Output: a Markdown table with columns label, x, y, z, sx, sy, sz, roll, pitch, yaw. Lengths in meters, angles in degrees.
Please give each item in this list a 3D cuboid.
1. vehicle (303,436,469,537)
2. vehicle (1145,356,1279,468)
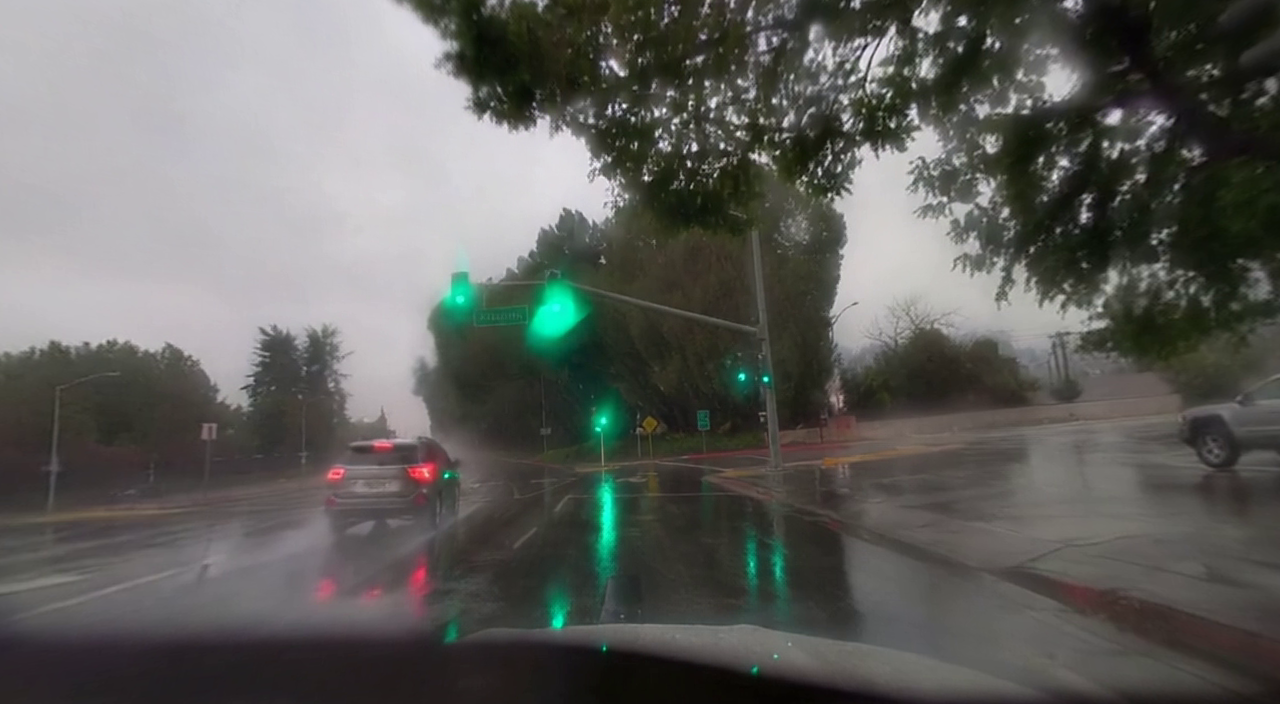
| label | x | y | z | sx | sy | sz | roll | pitch | yaw |
| --- | --- | --- | --- | --- | --- | --- | --- | --- | --- |
| vehicle | -4.992 | 2.666 | 13.236 | 2.134 | 1.707 | 4.471 | 1 | -9 | -8 |
| vehicle | 10.607 | 0.916 | 9.933 | 1.855 | 1.669 | 4.529 | -5 | -9 | 6 |
